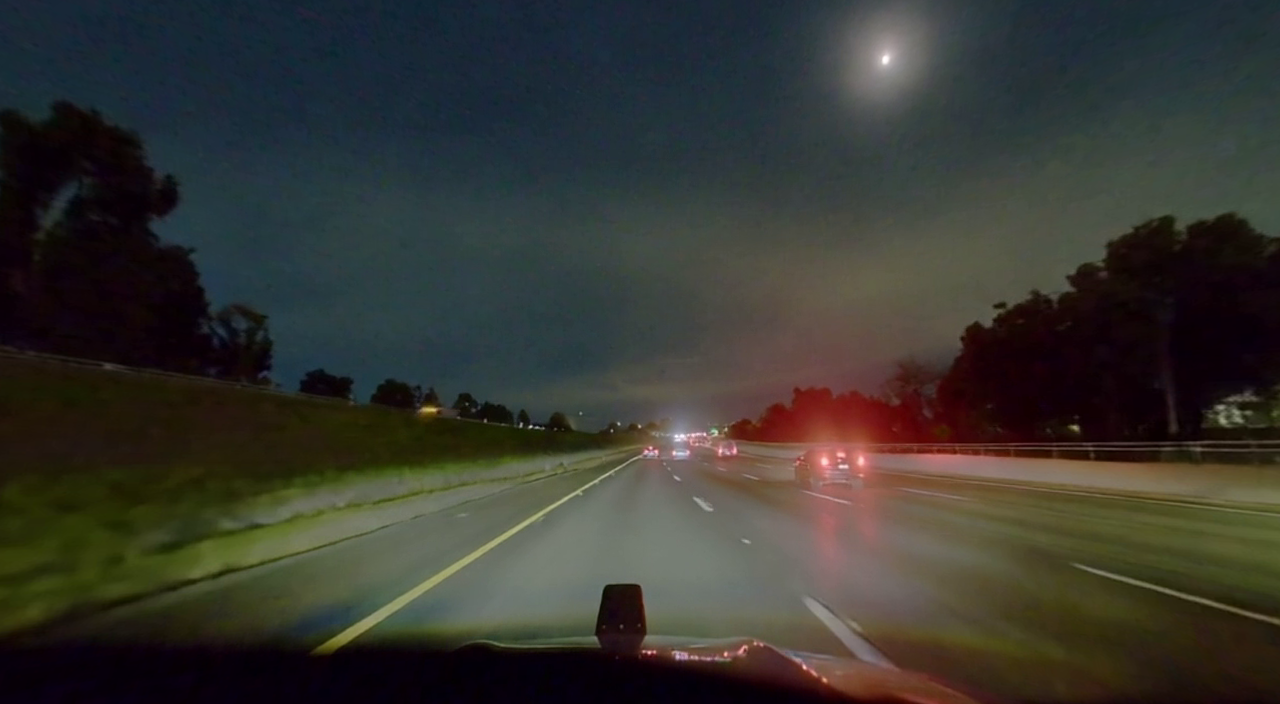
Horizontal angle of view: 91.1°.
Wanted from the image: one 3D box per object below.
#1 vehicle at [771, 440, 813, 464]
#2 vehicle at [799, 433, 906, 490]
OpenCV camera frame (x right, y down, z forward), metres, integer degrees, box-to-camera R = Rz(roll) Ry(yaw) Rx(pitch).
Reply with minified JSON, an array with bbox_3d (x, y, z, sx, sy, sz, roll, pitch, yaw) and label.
[{"bbox_3d":[11.054,7.277,45.958,1.986,1.644,4.126,0,-8,0],"label":"vehicle"},{"bbox_3d":[7.113,3.705,21.621,2.048,1.697,4.689,0,-8,0],"label":"vehicle"}]
